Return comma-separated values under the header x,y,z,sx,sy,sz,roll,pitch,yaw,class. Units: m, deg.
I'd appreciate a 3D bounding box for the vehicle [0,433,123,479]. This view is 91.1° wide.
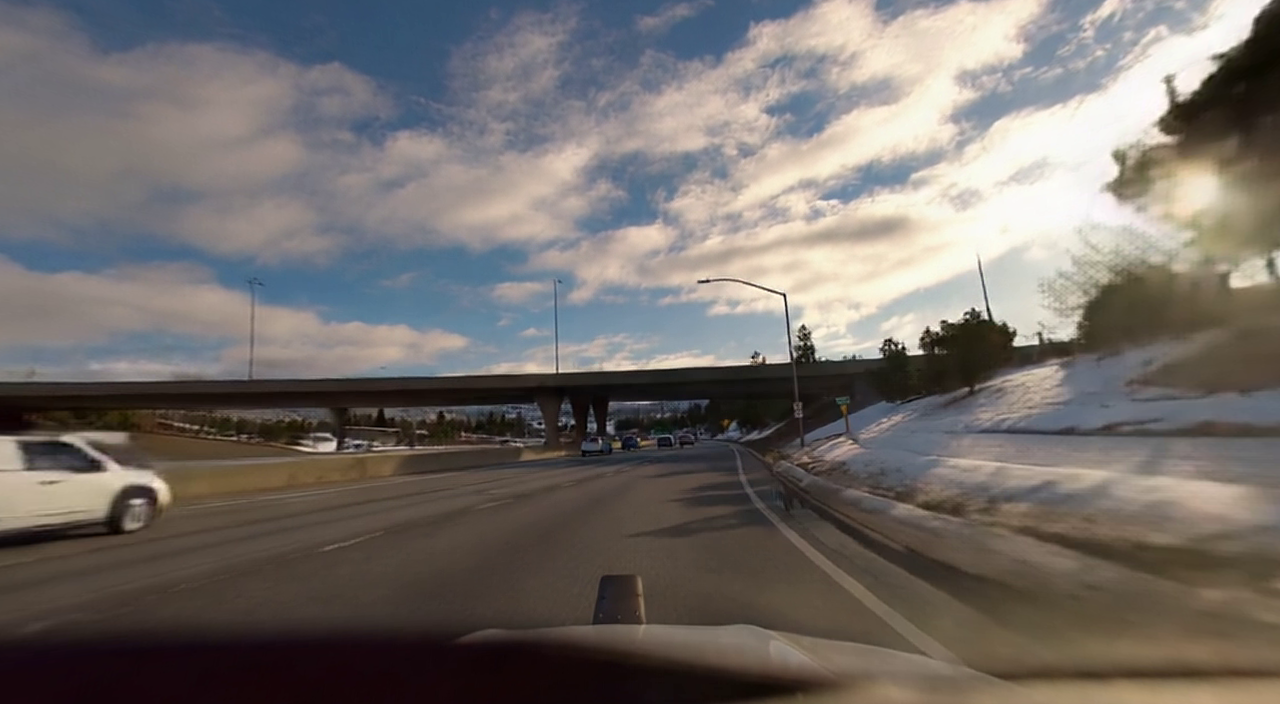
x,y,z,sx,sy,sz,roll,pitch,yaw,class
-26.389,4.567,28.063,2.069,1.855,4.805,-1,-8,8,vehicle
